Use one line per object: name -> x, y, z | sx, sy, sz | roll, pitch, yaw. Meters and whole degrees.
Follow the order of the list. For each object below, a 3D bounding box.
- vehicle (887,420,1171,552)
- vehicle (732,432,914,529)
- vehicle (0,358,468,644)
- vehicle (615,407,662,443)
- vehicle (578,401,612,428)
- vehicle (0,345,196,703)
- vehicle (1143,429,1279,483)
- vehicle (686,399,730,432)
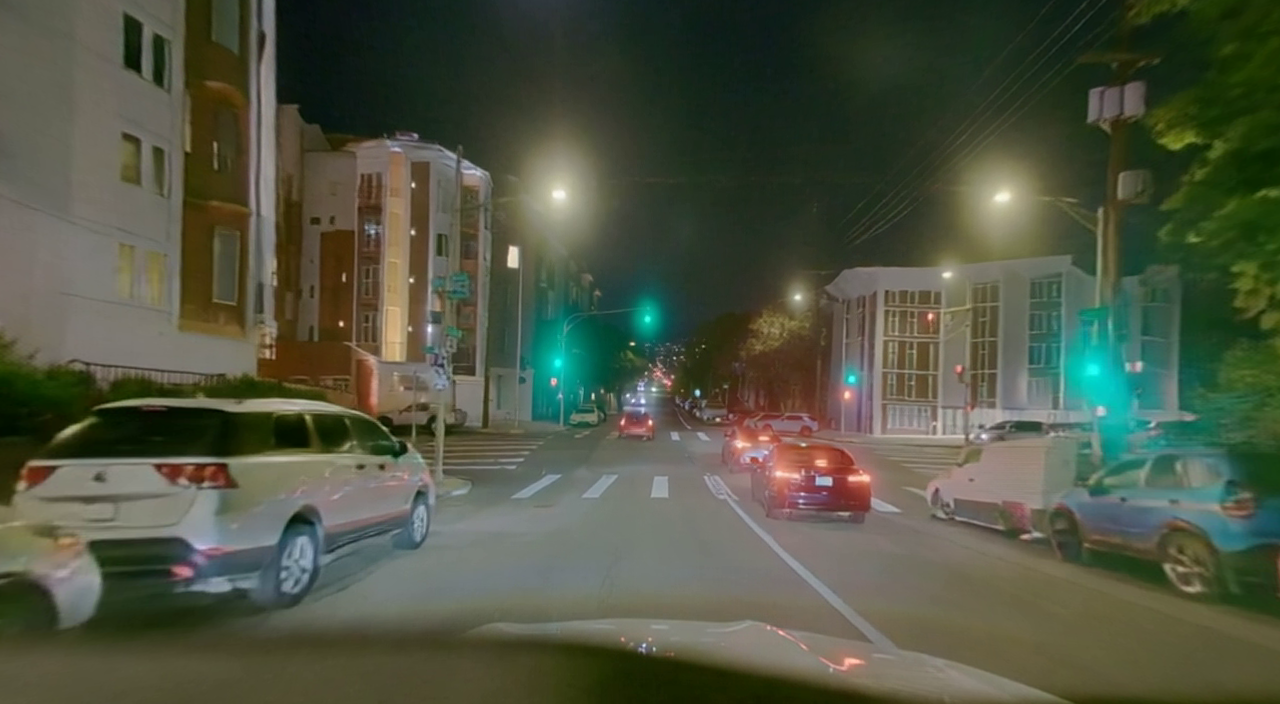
vehicle -> 6.111, 2.137, 10.772 | 1.999, 1.752, 4.502 | 0, -9, 1
vehicle -> 3.121, 2.310, 11.955 | 2.055, 1.450, 4.676 | 0, -9, 0
vehicle -> -3.539, 1.325, 6.600 | 2.016, 1.885, 4.723 | 0, -9, 1
vehicle -> -0.036, 3.217, 27.963 | 1.923, 1.460, 3.923 | 0, -6, 1
vehicle -> -2.733, 3.938, 39.200 | 1.878, 1.521, 3.697 | 0, -9, -1
vehicle -> -3.509, 0.657, 1.335 | 1.922, 1.704, 4.398 | 0, -9, -1
vehicle -> 19.155, 3.326, 20.268 | 4.132, 1.618, 1.978 | 0, -9, 2
vehicle -> 3.834, 3.724, 36.355 | 2.093, 1.655, 4.327 | 0, -9, 1
